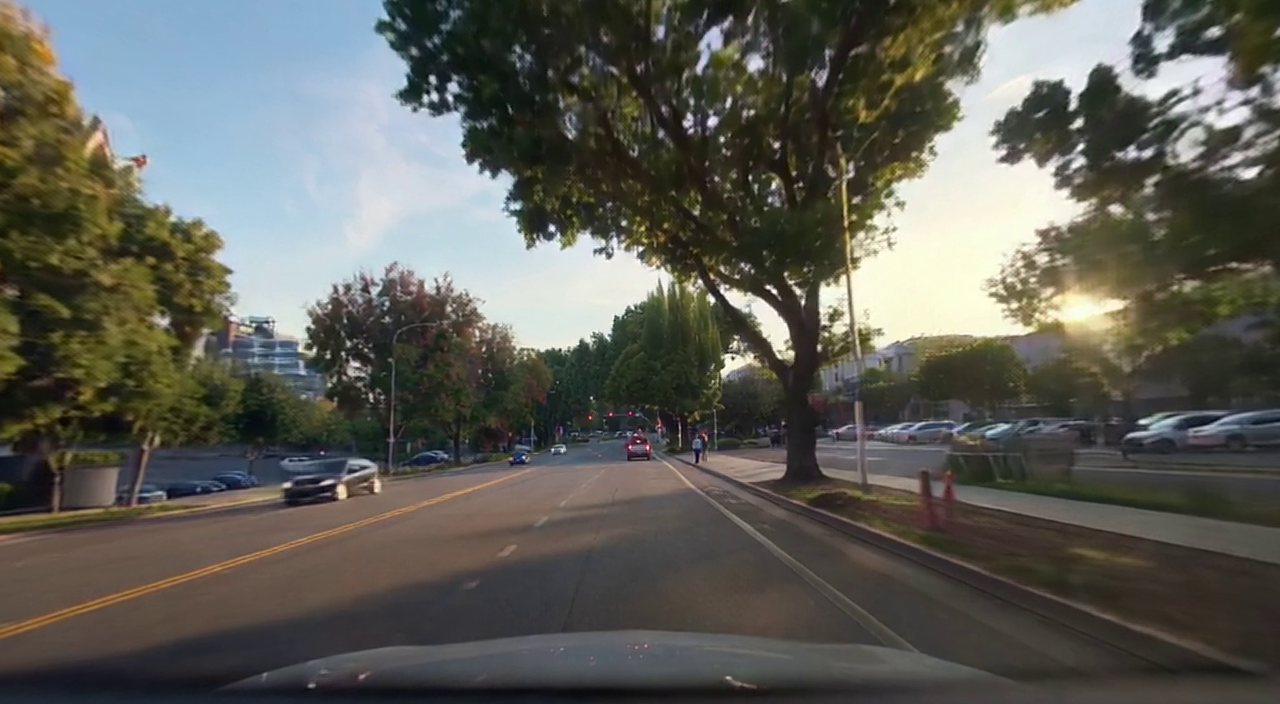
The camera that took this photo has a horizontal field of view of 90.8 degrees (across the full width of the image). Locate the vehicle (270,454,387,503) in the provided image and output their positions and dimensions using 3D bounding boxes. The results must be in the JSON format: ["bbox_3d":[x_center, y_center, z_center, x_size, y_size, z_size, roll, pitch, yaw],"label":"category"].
[{"bbox_3d":[-10.767,4.373,22.262,1.948,1.481,4.380,0,-9,-1],"label":"vehicle"}]
